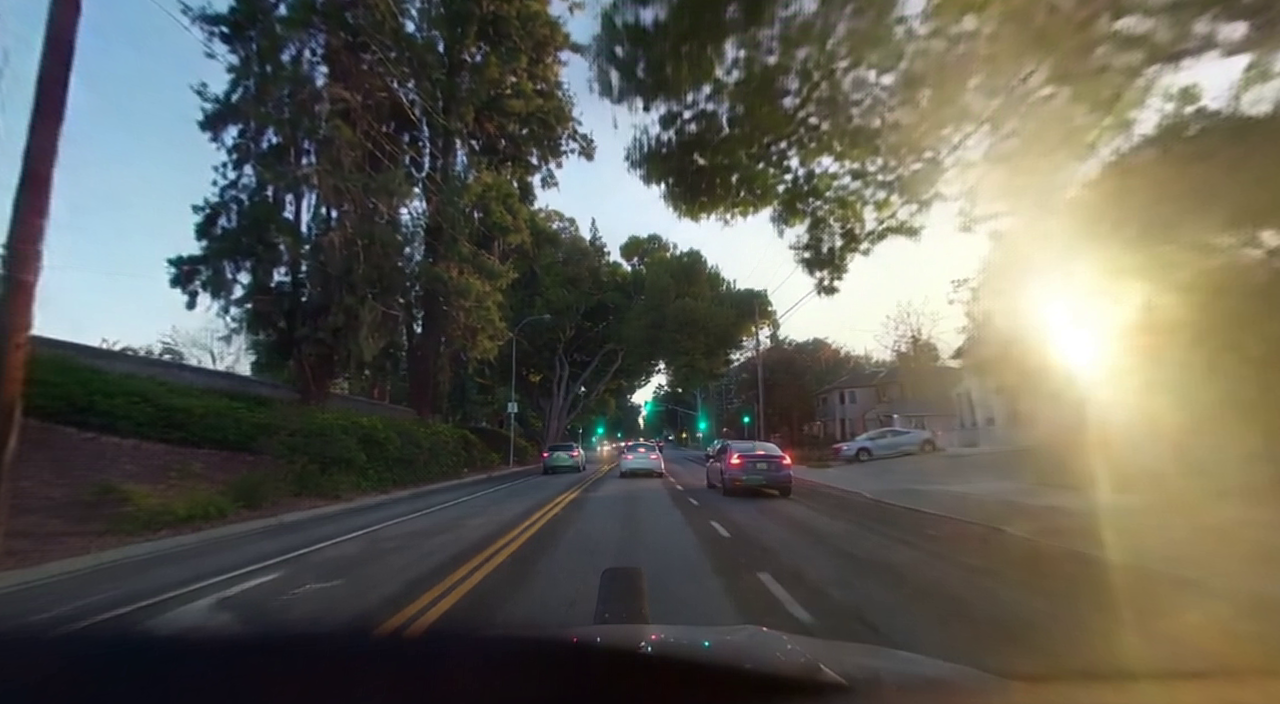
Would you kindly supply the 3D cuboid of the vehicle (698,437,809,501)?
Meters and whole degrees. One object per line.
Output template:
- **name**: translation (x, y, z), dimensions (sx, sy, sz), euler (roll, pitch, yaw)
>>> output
- **vehicle**: translation (2.899, 3.099, 17.191), dimensions (2.158, 1.483, 4.415), euler (0, -8, 0)

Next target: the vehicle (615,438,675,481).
- **vehicle**: translation (0.172, 4.095, 24.348), dimensions (2.101, 1.467, 4.210), euler (0, -8, 0)

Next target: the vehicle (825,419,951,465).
- **vehicle**: translation (13.780, 5.044, 35.342), dimensions (5.929, 1.970, 2.381), euler (-5, -8, -2)

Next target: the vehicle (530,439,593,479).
- **vehicle**: translation (-3.205, 4.466, 26.581), dimensions (2.012, 1.505, 4.205), euler (0, -8, 1)
